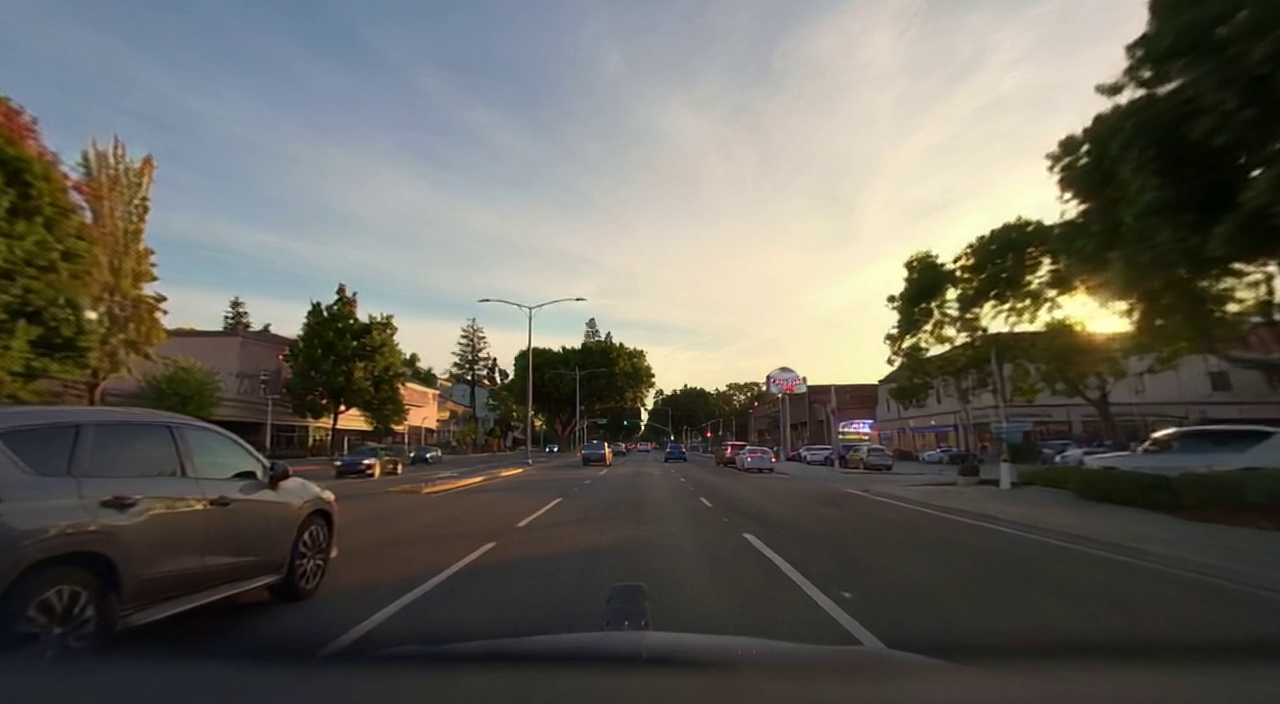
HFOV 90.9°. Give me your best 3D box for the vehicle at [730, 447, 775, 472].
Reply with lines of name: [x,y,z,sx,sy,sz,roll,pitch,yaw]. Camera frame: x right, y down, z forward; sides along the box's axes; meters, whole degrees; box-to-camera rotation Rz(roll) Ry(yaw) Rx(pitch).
vehicle: [6.691,6.438,38.000,1.888,1.425,4.547,0,-9,0]

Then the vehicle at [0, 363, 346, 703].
vehicle: [-3.568,1.003,3.432,1.983,1.635,3.957,0,-9,0]

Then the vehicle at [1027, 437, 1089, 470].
vehicle: [26.472,6.394,39.791,5.164,1.952,1.981,8,-12,-43]

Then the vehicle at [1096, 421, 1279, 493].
vehicle: [15.655,2.675,16.396,1.691,1.670,5.790,3,-7,-40]

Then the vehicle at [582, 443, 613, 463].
vehicle: [-3.141,7.590,47.466,2.005,1.446,4.265,0,-9,1]

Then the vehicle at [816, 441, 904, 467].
vehicle: [15.116,7.027,43.561,5.326,1.690,2.007,-8,-11,41]
